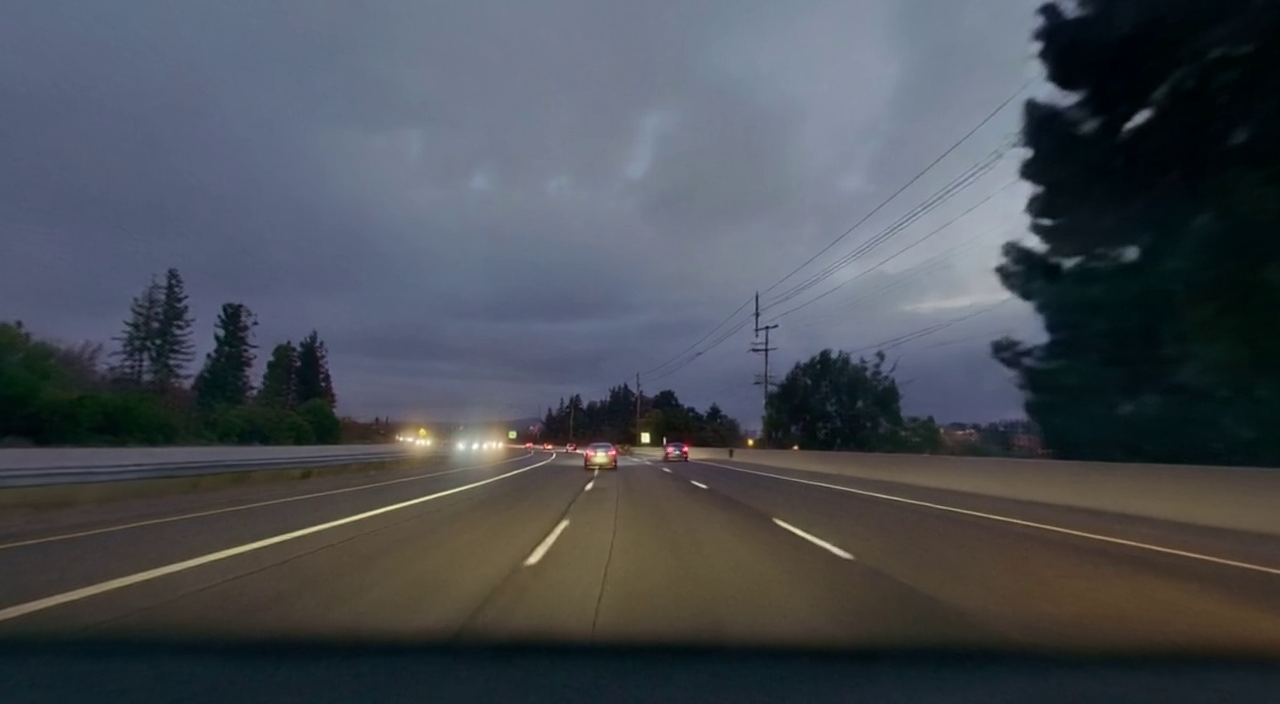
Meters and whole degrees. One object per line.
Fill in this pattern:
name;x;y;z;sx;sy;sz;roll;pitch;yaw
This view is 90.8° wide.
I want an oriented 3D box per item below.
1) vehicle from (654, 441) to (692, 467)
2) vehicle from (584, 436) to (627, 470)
vehicle;1.996;6.267;39.068;1.789;1.503;3.897;1;-9;-5
vehicle;-1.883;5.481;34.422;2.188;1.714;3.921;1;-8;-3
